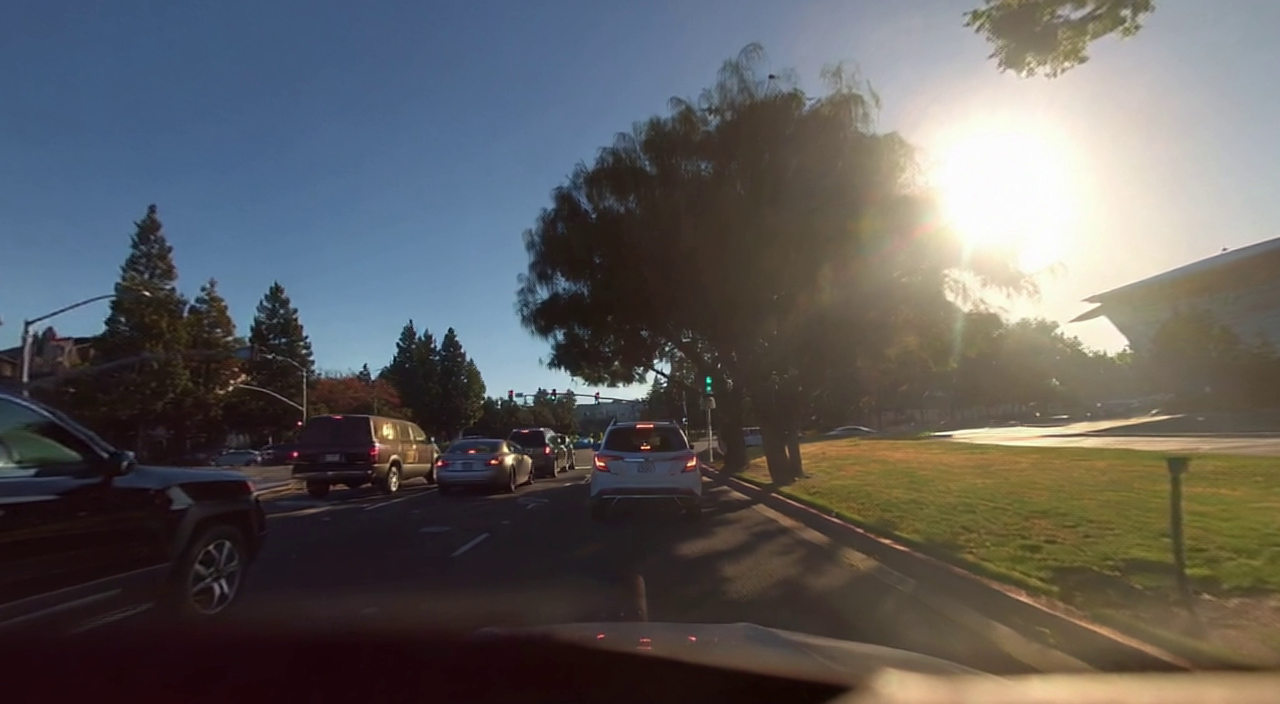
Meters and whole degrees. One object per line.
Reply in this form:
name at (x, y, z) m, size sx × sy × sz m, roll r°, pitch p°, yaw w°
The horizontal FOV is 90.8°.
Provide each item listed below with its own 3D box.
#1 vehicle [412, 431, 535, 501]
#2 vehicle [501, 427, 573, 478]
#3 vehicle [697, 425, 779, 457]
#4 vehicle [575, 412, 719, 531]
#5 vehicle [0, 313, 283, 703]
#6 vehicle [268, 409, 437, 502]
vehicle at (-4.022, 2.823, 16.067) m, size 1.942 × 1.523 × 4.212 m, roll 0°, pitch -9°, yaw 0°
vehicle at (-3.912, 3.933, 24.848) m, size 2.043 × 1.813 × 4.549 m, roll 0°, pitch -9°, yaw 0°
vehicle at (6.412, 5.909, 41.802) m, size 5.152 × 2.001 × 2.060 m, roll -1°, pitch -9°, yaw 4°
vehicle at (0.089, 2.035, 11.237) m, size 2.055 × 1.681 × 4.270 m, roll 0°, pitch -9°, yaw 0°
vehicle at (-4.069, 0.769, 2.765) m, size 2.088 × 1.947 × 5.119 m, roll 0°, pitch -9°, yaw -1°
vehicle at (-7.400, 2.749, 17.055) m, size 2.195 × 2.093 × 5.185 m, roll 0°, pitch -9°, yaw -1°
